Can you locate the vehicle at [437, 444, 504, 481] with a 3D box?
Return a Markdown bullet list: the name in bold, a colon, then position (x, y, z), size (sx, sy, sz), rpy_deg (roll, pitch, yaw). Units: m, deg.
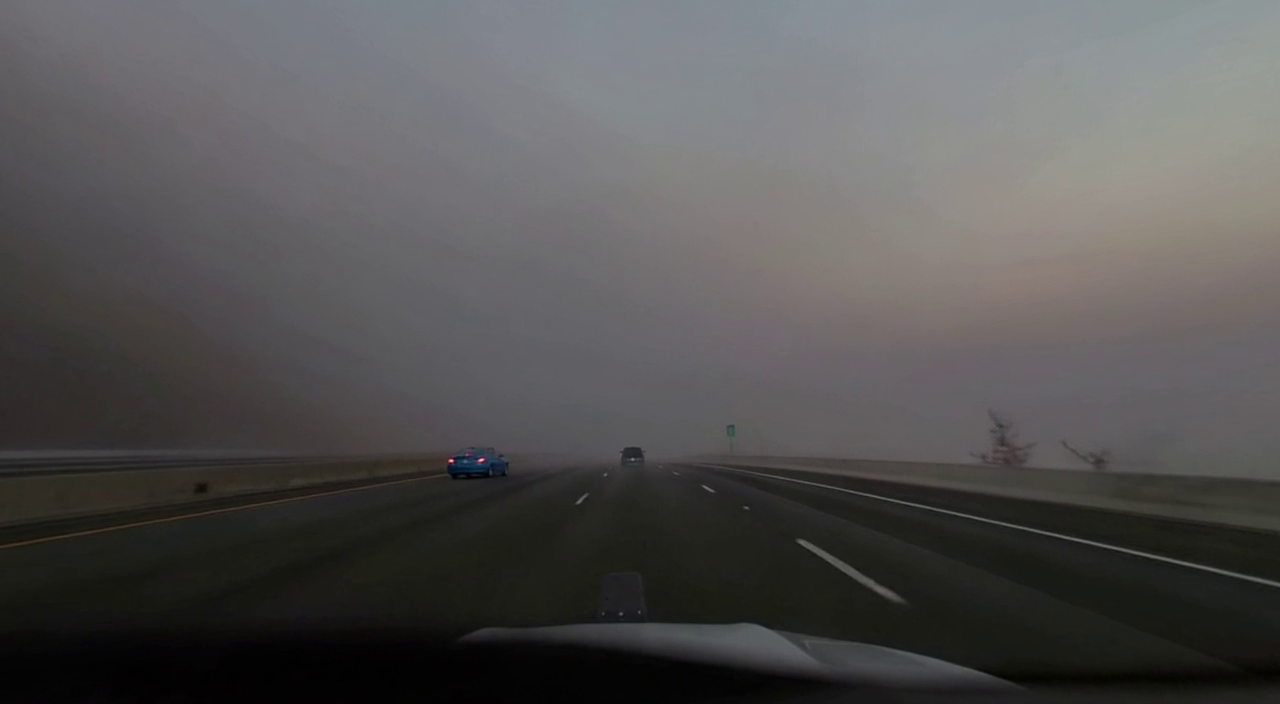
- **vehicle**: position (-7.423, 4.855, 28.022), size (1.915, 1.479, 3.843), rpy_deg (0, -8, -1)
